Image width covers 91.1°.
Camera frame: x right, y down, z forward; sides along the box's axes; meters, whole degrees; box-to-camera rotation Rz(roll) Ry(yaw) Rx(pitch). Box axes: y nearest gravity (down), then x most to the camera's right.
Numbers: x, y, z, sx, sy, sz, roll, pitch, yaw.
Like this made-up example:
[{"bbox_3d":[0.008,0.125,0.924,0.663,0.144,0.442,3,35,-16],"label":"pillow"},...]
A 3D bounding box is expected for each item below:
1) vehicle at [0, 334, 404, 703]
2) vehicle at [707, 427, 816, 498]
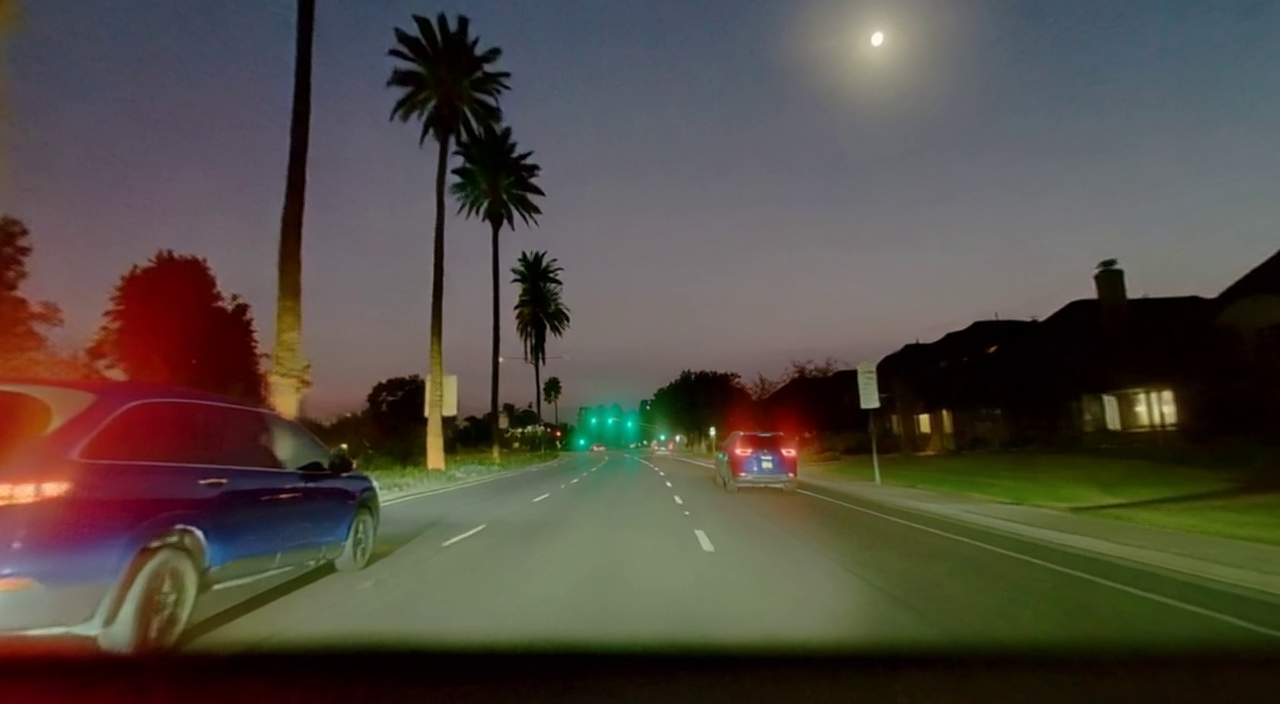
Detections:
[{"bbox_3d":[-3.899,1.141,4.943,2.150,1.768,4.868,0,-9,0],"label":"vehicle"},{"bbox_3d":[3.373,3.189,18.551,2.195,1.804,4.658,0,-9,-1],"label":"vehicle"}]
